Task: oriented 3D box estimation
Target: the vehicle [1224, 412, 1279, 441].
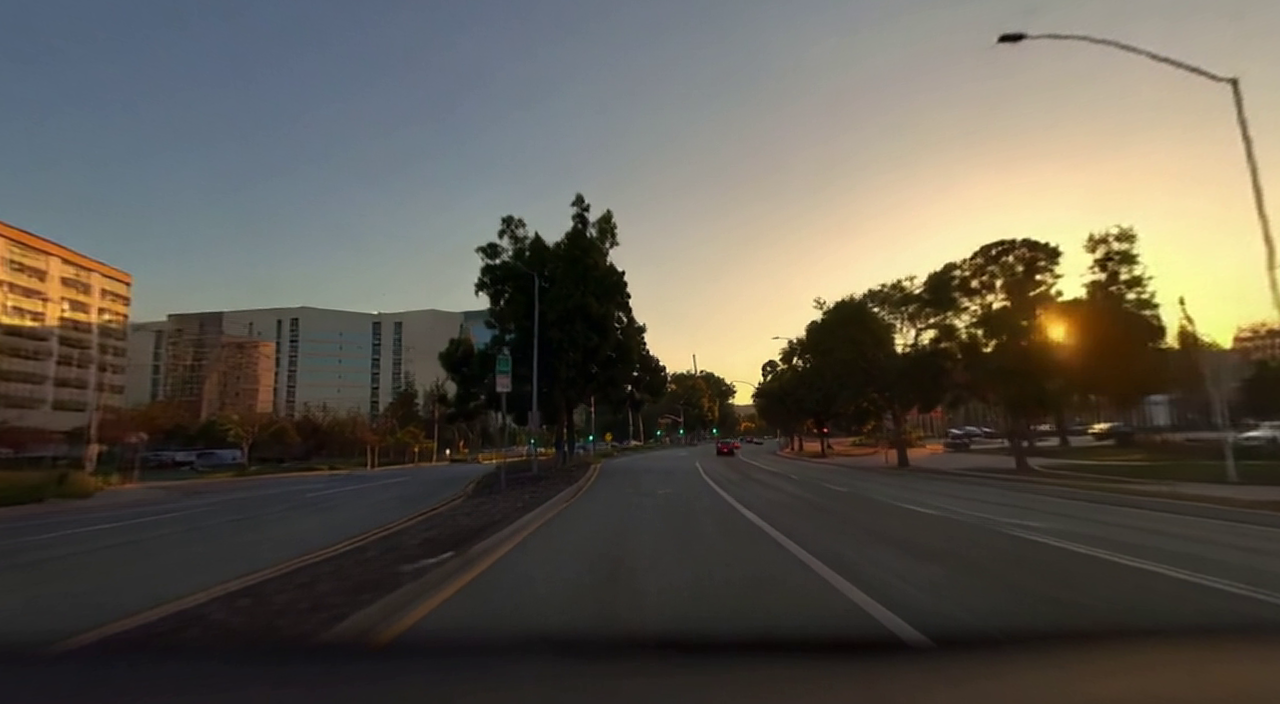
[{"bbox_3d":[32.209,3.804,32.446,3.328,1.385,1.570,1,-9,-15],"label":"vehicle"}]
